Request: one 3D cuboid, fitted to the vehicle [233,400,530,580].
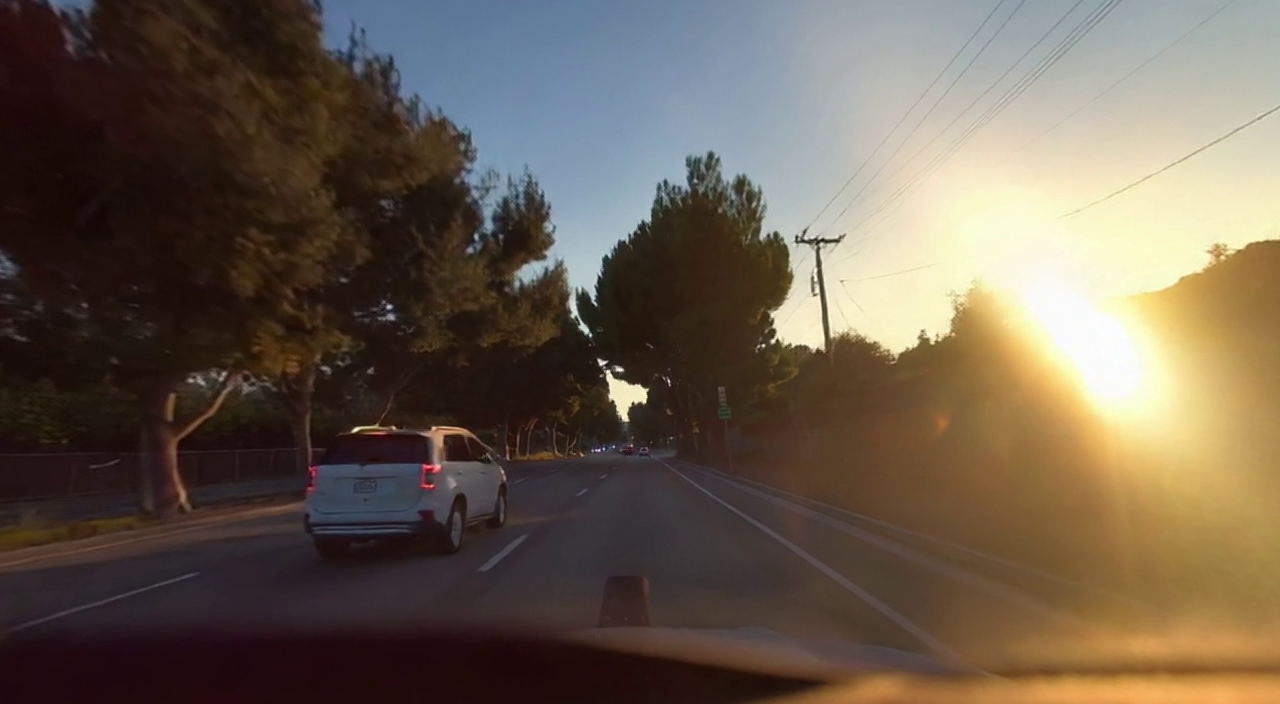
[{"bbox_3d":[-3.106,1.774,8.968,2.160,1.855,4.695,0,-8,1],"label":"vehicle"}]
